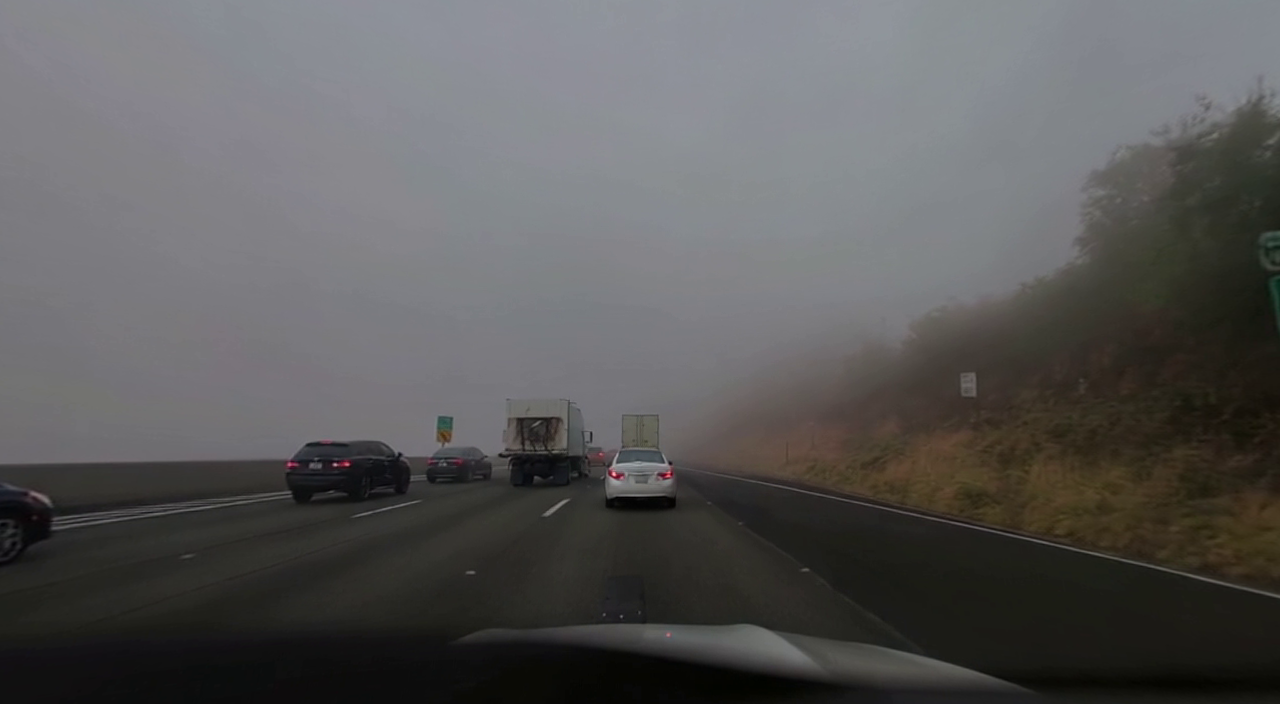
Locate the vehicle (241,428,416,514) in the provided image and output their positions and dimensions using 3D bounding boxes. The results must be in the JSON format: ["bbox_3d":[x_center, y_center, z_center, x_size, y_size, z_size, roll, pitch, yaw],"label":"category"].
[{"bbox_3d":[-7.256,2.810,15.332,1.952,1.746,4.332,-1,-9,1],"label":"vehicle"}]

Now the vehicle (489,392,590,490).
[{"bbox_3d":[-3.755,3.606,25.419,2.812,3.342,7.248,0,-9,0],"label":"vehicle"}]

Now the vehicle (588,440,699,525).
[{"bbox_3d":[0.051,2.631,13.141,1.995,1.495,3.380,0,-9,0],"label":"vehicle"}]

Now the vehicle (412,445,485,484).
[{"bbox_3d":[-8.021,4.728,26.826,1.880,1.512,3.758,-1,-9,1],"label":"vehicle"}]
